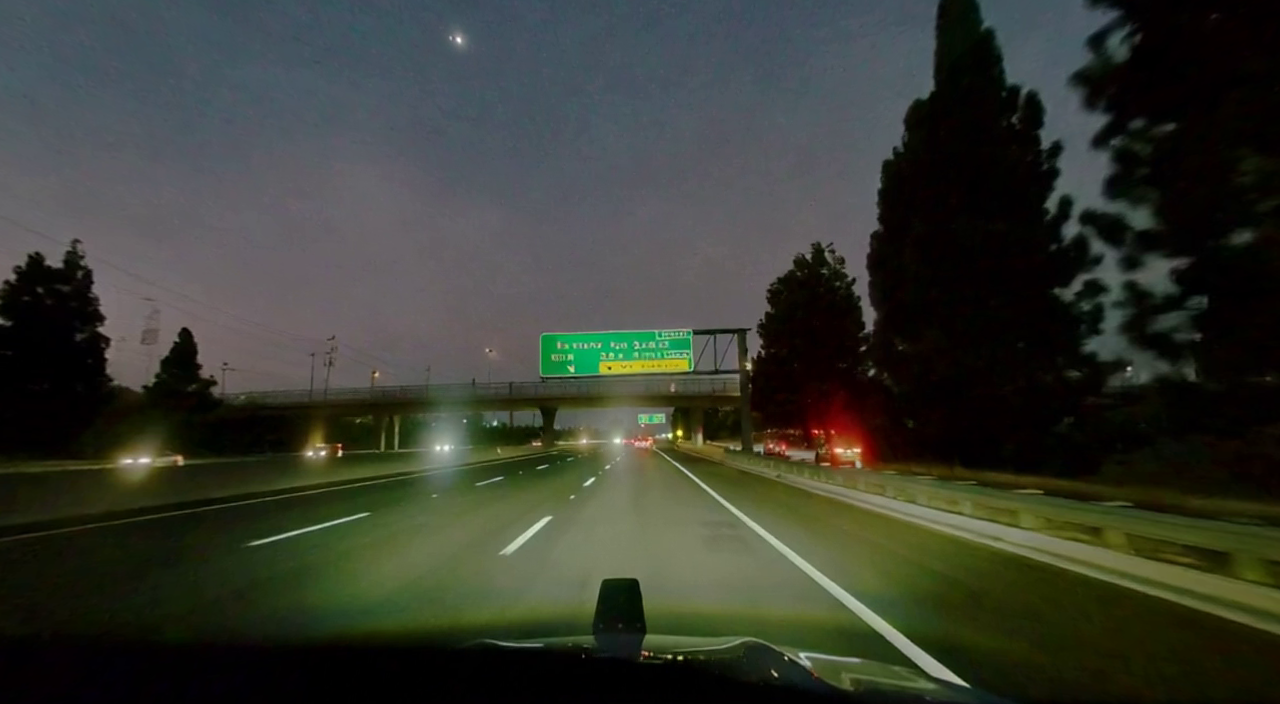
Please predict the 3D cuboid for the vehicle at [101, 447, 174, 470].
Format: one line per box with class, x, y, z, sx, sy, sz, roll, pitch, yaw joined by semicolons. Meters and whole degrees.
vehicle;-39.341;8.353;49.559;1.935;1.689;4.594;0;-8;0
